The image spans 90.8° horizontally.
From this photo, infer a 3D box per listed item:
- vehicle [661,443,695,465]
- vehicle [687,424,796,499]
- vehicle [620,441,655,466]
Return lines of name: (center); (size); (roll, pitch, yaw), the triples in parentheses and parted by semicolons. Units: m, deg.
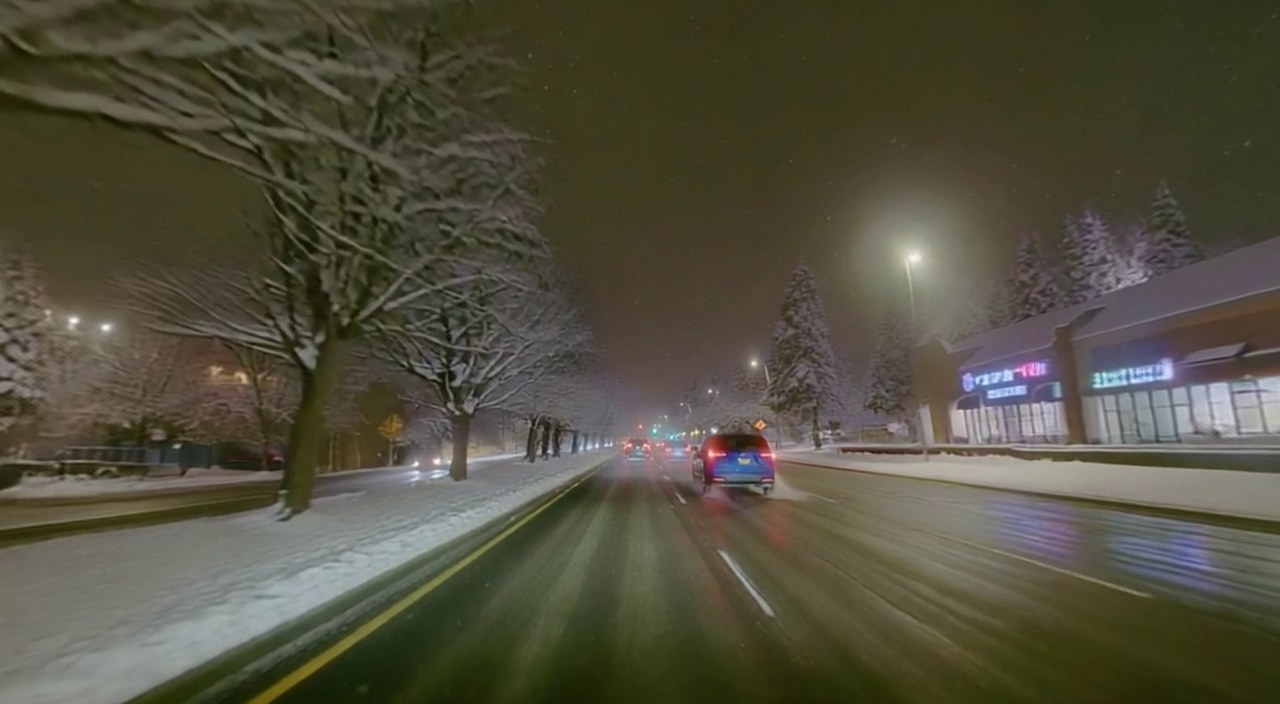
vehicle: (2.508, 6.856, 42.785); (1.970, 1.402, 3.756); (0, -8, -2)
vehicle: (2.654, 3.016, 17.788); (2.140, 1.811, 4.593); (0, -8, -2)
vehicle: (-0.178, 6.270, 39.081); (2.056, 1.440, 3.798); (0, -8, -1)
